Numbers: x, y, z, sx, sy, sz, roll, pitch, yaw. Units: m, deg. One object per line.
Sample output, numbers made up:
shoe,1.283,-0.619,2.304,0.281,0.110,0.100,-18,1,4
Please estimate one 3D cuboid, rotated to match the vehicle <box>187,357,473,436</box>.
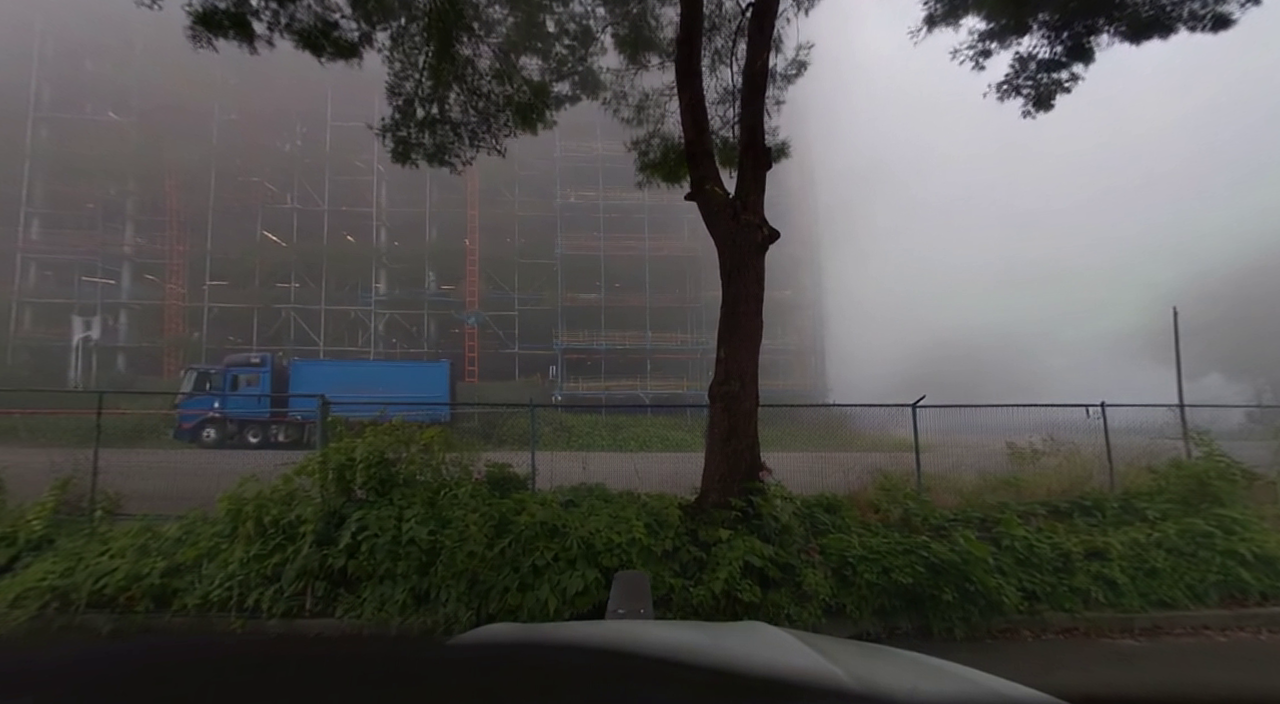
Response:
vehicle,-16.953,2.637,35.584,14.067,4.099,2.832,1,-9,-7
